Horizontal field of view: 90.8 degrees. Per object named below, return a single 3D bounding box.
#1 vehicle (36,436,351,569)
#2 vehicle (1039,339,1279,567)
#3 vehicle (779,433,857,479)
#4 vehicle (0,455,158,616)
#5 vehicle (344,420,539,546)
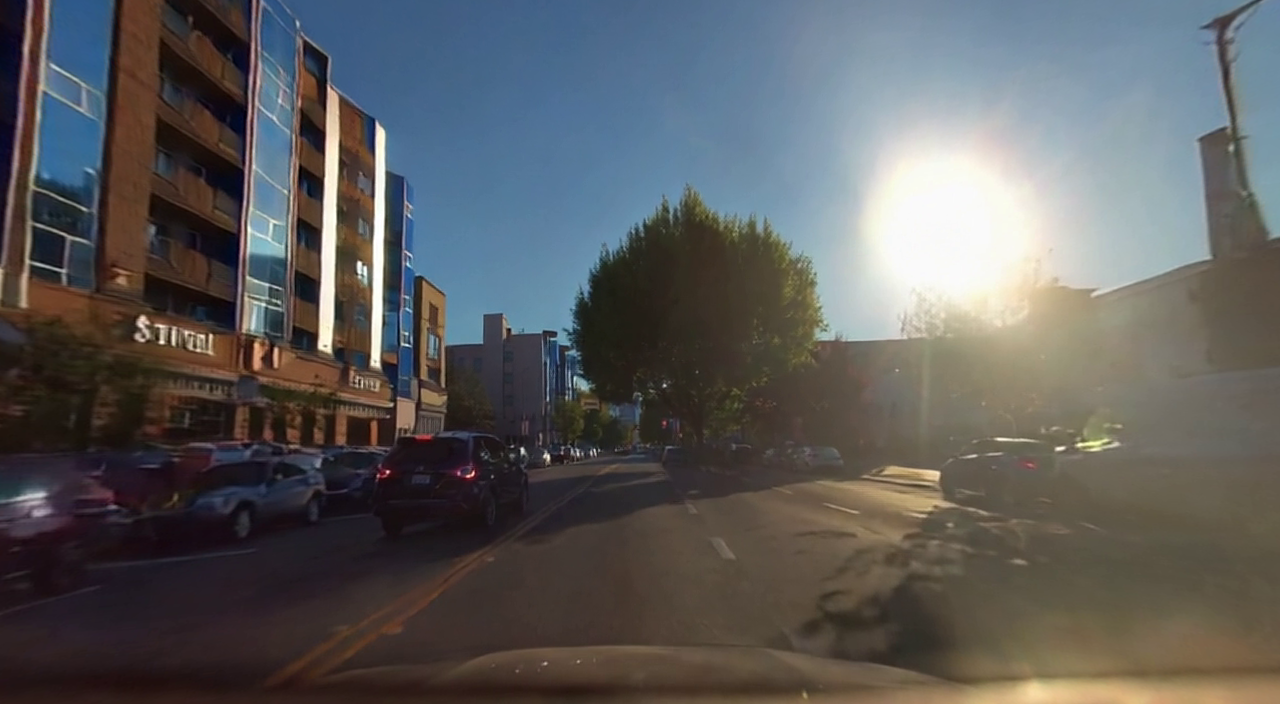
[{"bbox_3d":[-7.066,2.373,10.910,1.860,1.723,4.950,-1,-9,-1],"label":"vehicle"},{"bbox_3d":[9.114,1.519,9.626,2.285,2.778,5.847,-1,-9,2],"label":"vehicle"},{"bbox_3d":[9.050,5.375,32.753,2.249,2.117,5.743,-1,-9,0],"label":"vehicle"},{"bbox_3d":[-6.902,1.698,5.623,1.806,1.466,4.373,-1,-9,-1],"label":"vehicle"},{"bbox_3d":[-3.181,2.204,11.244,2.002,1.756,4.366,-1,-9,1],"label":"vehicle"}]
